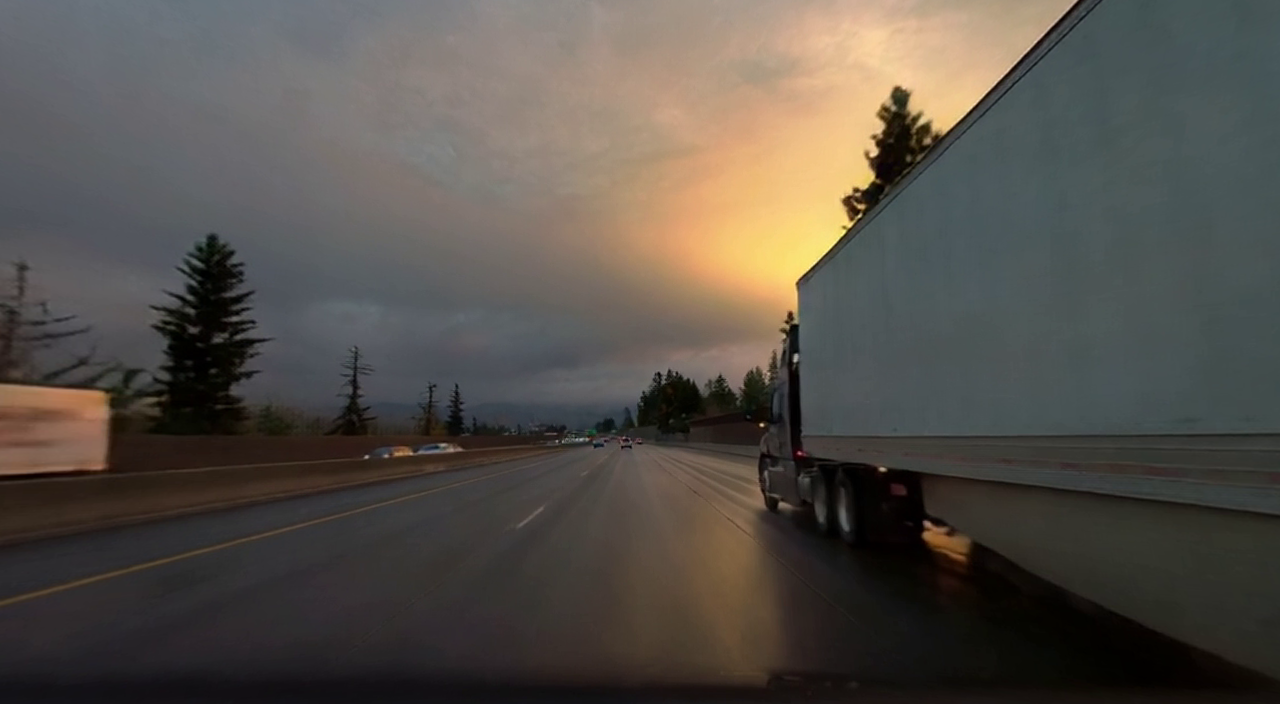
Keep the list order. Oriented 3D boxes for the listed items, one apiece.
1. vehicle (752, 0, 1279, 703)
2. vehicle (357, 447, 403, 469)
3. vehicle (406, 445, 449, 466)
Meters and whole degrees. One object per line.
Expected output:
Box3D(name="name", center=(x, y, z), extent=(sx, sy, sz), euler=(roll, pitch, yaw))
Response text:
Box3D(name="vehicle", center=(3.990, -0.119, 4.445), extent=(3.489, 4.211, 14.193), euler=(0, -8, -1))
Box3D(name="vehicle", center=(-19.795, 8.088, 48.052), extent=(1.795, 1.501, 4.218), euler=(0, -8, -1))
Box3D(name="vehicle", center=(-16.161, 7.842, 48.072), extent=(1.913, 1.465, 4.331), euler=(0, -8, -1))
